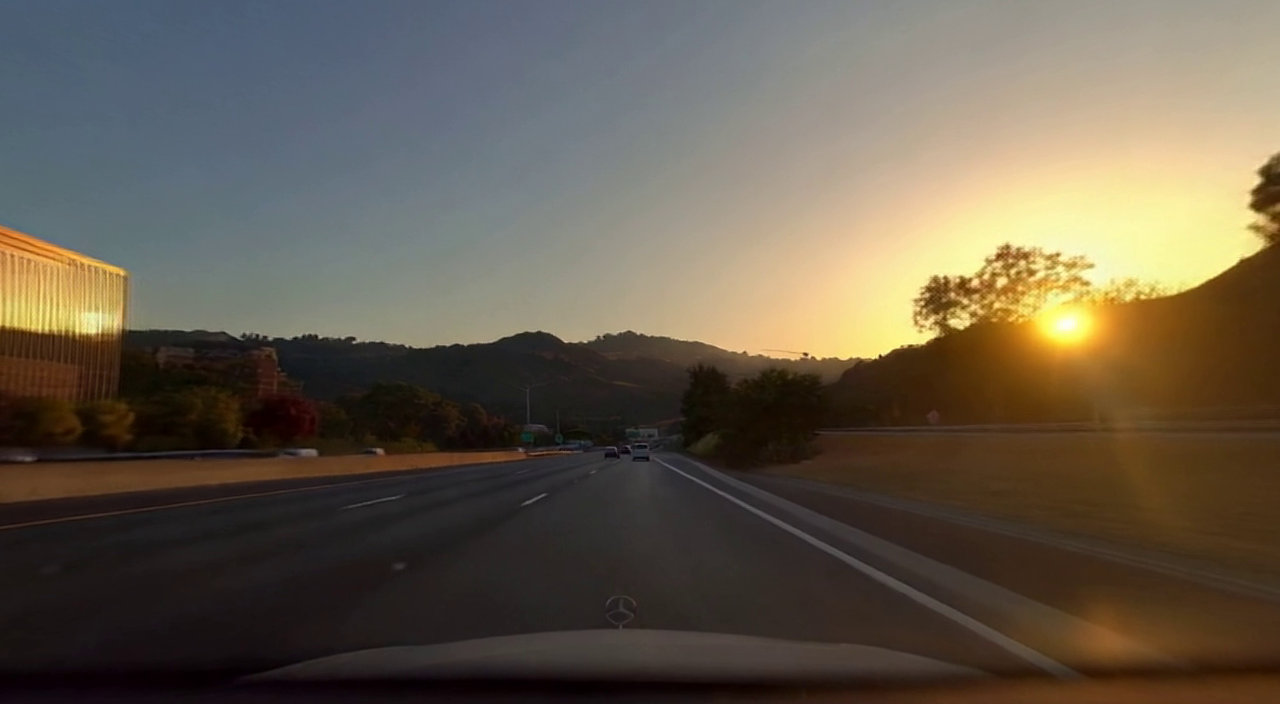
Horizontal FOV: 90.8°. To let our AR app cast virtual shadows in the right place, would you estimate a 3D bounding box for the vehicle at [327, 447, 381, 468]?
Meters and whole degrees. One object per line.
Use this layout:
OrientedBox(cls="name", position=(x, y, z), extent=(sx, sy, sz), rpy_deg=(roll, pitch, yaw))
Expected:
OrientedBox(cls="vehicle", position=(-21.679, 8.022, 48.098), extent=(1.826, 1.466, 4.630), rpy_deg=(-1, -9, 1))
